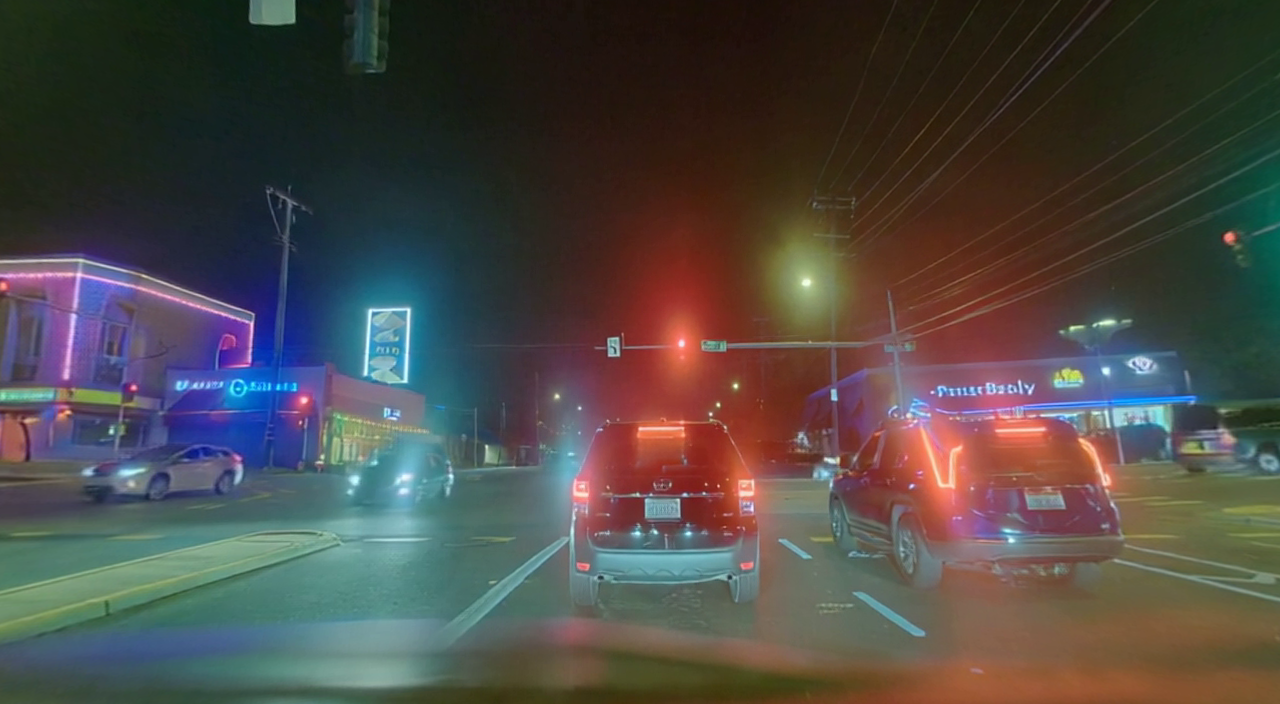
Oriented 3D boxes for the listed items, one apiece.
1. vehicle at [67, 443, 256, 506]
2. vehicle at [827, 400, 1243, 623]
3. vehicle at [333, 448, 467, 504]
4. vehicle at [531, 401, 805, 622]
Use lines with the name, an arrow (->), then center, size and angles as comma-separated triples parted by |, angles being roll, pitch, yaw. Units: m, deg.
vehicle -> -14.473, 3.681, 19.540 | 1.943, 1.680, 4.709 | -1, -8, 4
vehicle -> 3.614, 1.514, 6.945 | 1.976, 1.664, 4.189 | -1, -8, 3
vehicle -> -7.158, 3.736, 19.471 | 2.017, 1.468, 4.663 | -1, -8, 4
vehicle -> 0.265, 1.505, 6.823 | 2.098, 1.682, 3.778 | 0, -8, 2
